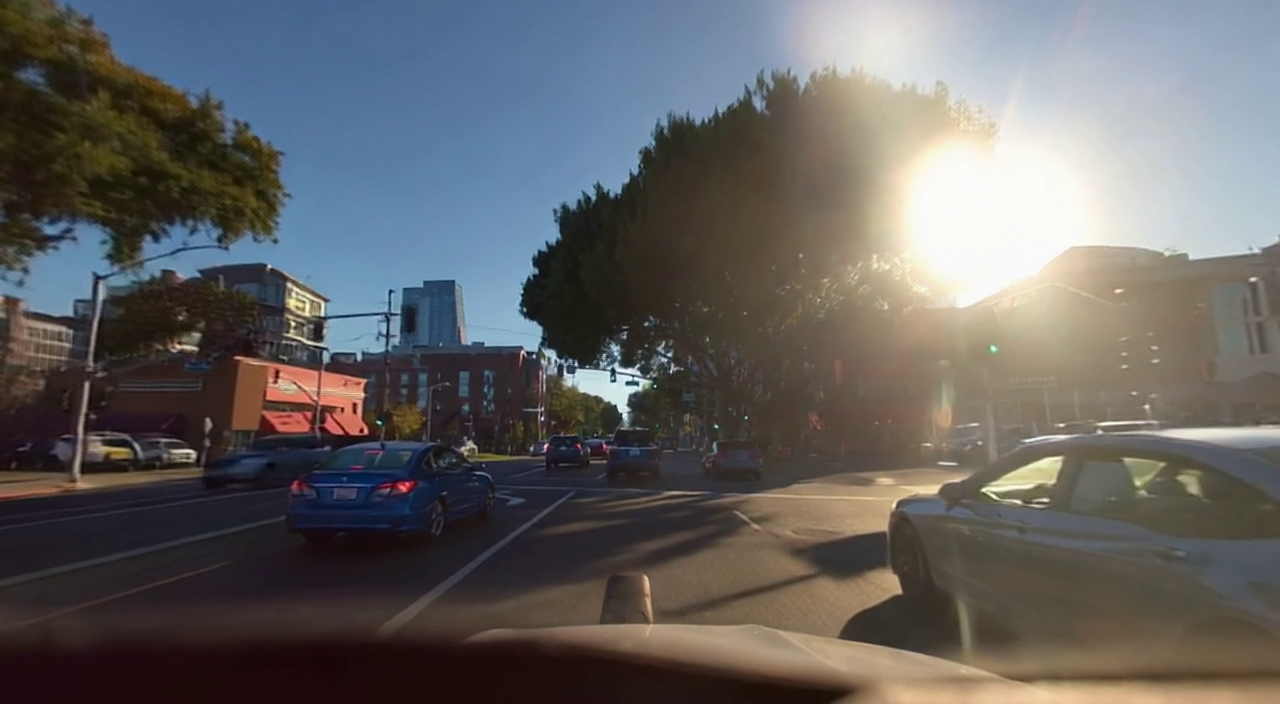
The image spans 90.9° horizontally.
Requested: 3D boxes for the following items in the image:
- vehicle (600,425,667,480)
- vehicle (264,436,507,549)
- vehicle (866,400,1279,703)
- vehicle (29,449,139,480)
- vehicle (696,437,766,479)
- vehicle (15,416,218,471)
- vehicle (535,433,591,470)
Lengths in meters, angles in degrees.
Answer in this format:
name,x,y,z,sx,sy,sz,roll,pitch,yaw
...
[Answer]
name,x,y,z,sx,sy,sz,roll,pitch,yaw
vehicle,-0.243,3.865,24.589,2.361,1.898,4.465,0,-8,0
vehicle,-3.604,2.015,9.869,2.115,1.369,3.908,0,-8,1
vehicle,3.071,1.089,3.401,2.052,1.475,4.540,0,-8,0
vehicle,-30.072,6.055,34.117,4.488,1.445,2.098,-1,-8,12
vehicle,3.475,4.134,24.930,2.058,1.472,4.317,1,-8,-1
vehicle,-35.019,6.056,42.232,12.467,3.385,3.314,-1,-8,13
vehicle,-3.638,4.780,30.530,2.130,1.645,3.995,0,-8,1
